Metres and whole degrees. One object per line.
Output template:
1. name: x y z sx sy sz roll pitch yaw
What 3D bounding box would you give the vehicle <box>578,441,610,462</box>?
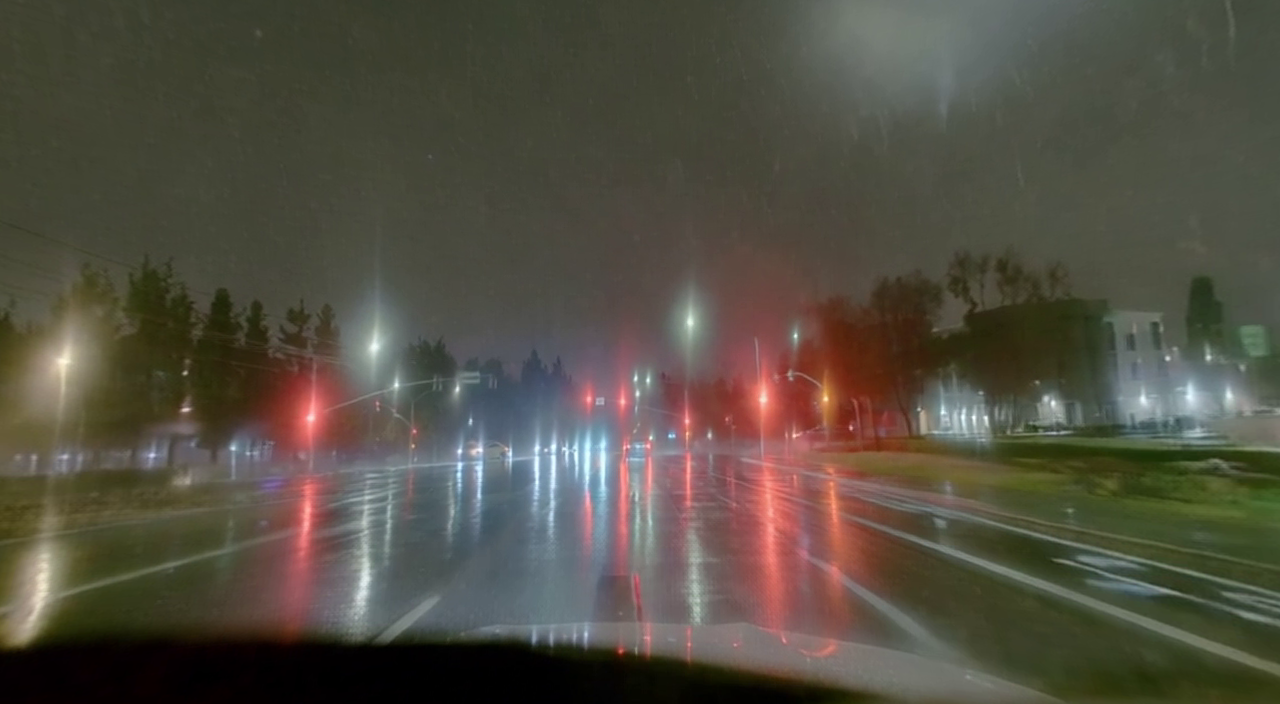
1. vehicle: -3.220 7.134 45.359 1.946 1.437 4.154 0 -8 1

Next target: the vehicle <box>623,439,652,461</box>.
1. vehicle: -0.137 7.000 45.222 1.985 1.521 3.968 0 -8 0

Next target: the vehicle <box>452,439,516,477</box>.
1. vehicle: -6.986 4.781 28.750 1.869 1.570 4.064 0 -8 0

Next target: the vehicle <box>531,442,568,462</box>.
1. vehicle: -6.799 7.549 47.952 2.074 1.447 4.224 0 -8 1
